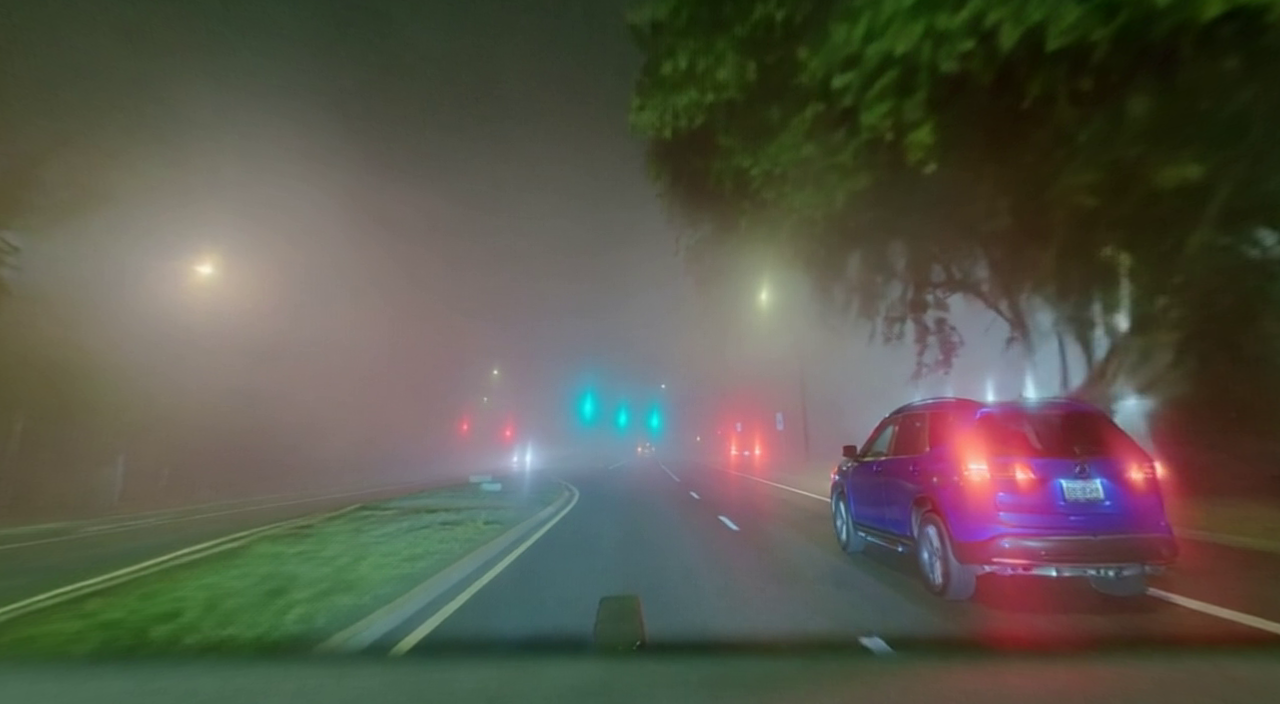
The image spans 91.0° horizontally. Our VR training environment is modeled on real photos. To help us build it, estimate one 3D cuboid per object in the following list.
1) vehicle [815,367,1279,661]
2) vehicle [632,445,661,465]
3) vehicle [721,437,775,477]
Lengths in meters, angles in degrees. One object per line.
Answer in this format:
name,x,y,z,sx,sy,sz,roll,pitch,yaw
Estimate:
vehicle,3.393,1.344,6.255,2.033,1.865,4.360,0,-8,0
vehicle,0.527,7.882,48.286,2.131,1.474,4.146,0,-8,1
vehicle,5.338,5.259,31.840,2.085,1.828,5.383,0,-8,3
